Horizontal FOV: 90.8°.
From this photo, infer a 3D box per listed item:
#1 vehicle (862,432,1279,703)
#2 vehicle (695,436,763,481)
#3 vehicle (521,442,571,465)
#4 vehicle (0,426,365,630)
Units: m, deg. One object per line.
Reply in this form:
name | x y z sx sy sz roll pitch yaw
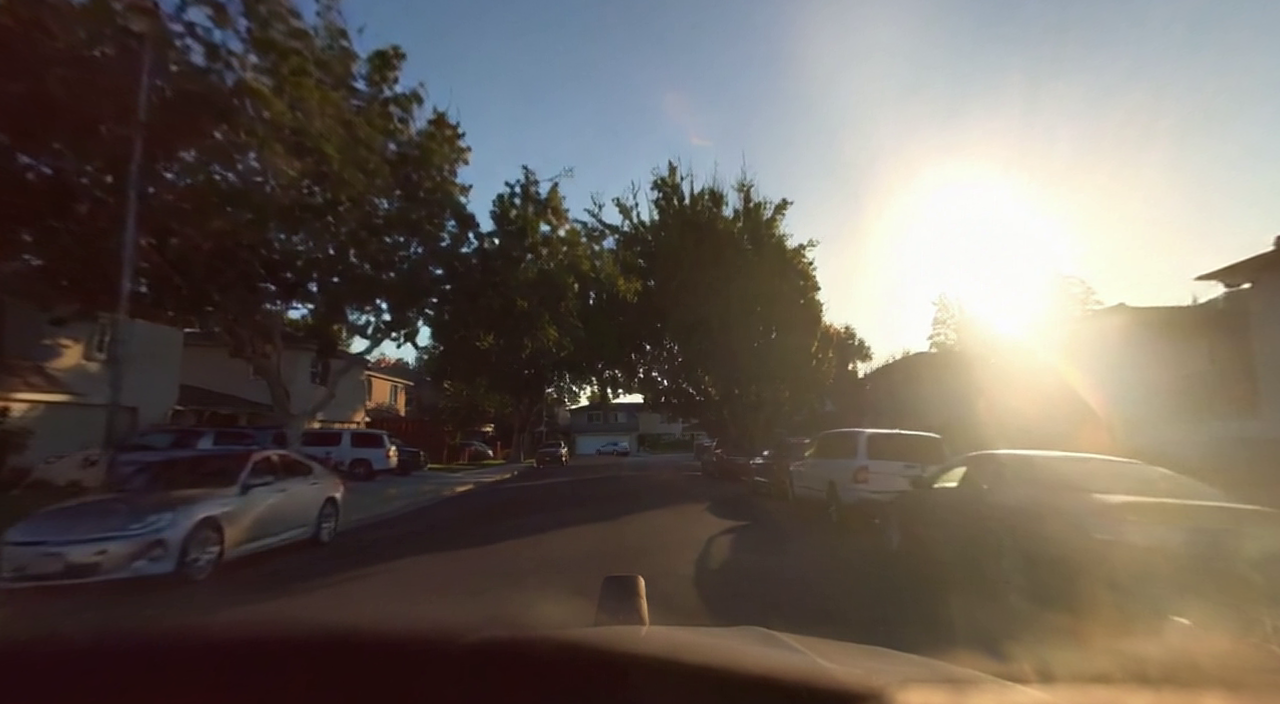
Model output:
vehicle | 3.912 1.515 5.753 2.042 1.456 4.903 0 -8 0
vehicle | 3.921 4.808 28.902 2.235 1.829 5.194 0 -8 -1
vehicle | -6.646 7.064 44.187 2.236 1.459 4.832 3 -9 -23
vehicle | -5.024 1.713 7.187 1.943 1.602 4.172 0 -8 -1
